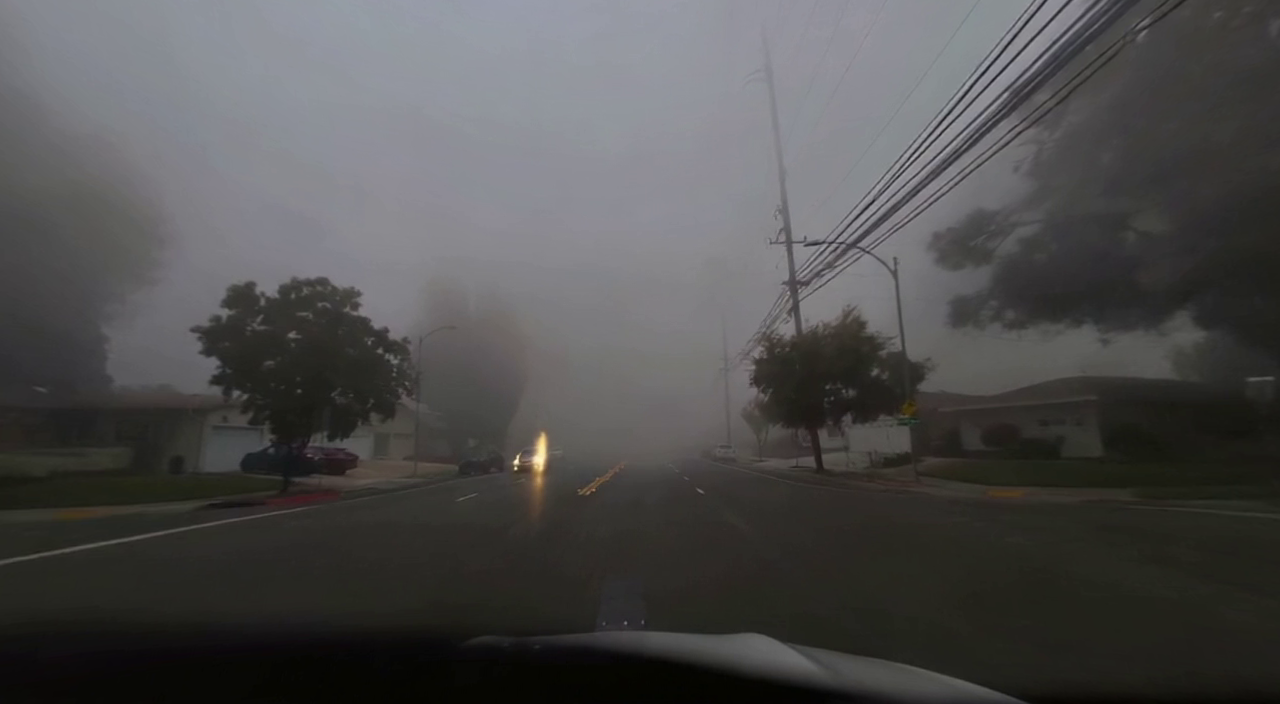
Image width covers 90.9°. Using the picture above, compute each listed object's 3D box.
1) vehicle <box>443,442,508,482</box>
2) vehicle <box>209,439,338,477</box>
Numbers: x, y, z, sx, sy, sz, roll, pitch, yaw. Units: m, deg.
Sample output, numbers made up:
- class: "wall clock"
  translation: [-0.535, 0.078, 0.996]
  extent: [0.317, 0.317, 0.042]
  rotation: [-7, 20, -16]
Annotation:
- class: "vehicle"
  translation: [-9.945, 6.644, 38.590]
  extent: [2.419, 2.001, 5.566]
  rotation: [-3, -7, 1]
- class: "vehicle"
  translation: [-17.818, 5.173, 30.814]
  extent: [5.004, 1.755, 2.038]
  rotation: [0, -8, 0]
